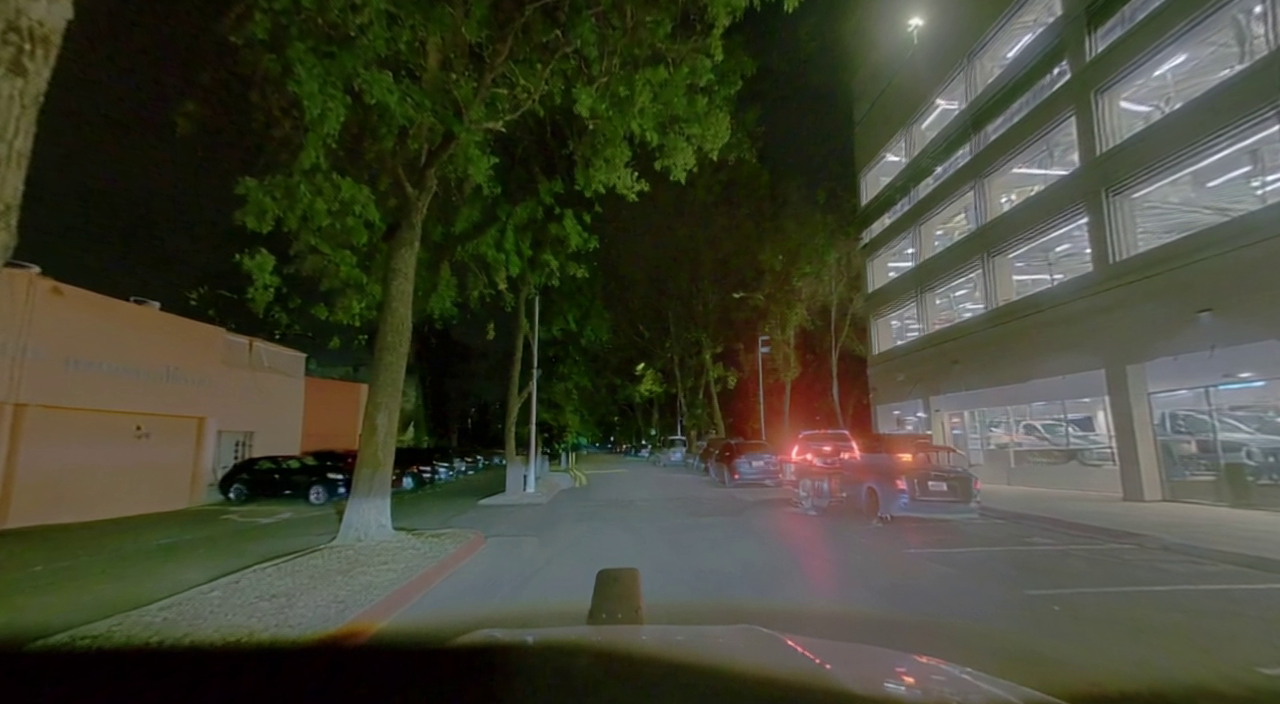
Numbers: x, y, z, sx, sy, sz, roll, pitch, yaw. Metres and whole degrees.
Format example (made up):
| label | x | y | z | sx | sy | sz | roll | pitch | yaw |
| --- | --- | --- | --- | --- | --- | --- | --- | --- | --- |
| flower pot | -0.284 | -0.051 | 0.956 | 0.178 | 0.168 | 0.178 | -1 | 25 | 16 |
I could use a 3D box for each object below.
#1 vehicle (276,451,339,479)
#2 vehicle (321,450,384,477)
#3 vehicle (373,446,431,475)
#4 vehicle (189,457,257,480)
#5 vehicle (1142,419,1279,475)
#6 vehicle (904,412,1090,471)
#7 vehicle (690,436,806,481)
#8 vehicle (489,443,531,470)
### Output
| label | x | y | z | sx | sy | sz | roll | pitch | yaw |
| --- | --- | --- | --- | --- | --- | --- | --- | --- | --- |
| vehicle | -20.951 | 7.117 | 39.988 | 1.880 | 1.617 | 3.870 | 0 | -8 | 0 |
| vehicle | -17.939 | 6.944 | 39.638 | 1.850 | 1.531 | 4.256 | 0 | -8 | 2 |
| vehicle | -15.096 | 6.875 | 40.378 | 1.888 | 1.657 | 4.138 | -1 | -8 | 3 |
| vehicle | -29.446 | 8.227 | 44.760 | 1.849 | 1.444 | 4.533 | 0 | -9 | -2 |
| vehicle | 25.083 | 4.031 | 26.884 | 5.596 | 2.168 | 2.307 | 2 | -7 | -5 |
| vehicle | 13.159 | 3.323 | 23.540 | 5.540 | 2.045 | 2.259 | 0 | -8 | -3 |
| vehicle | 4.519 | 4.368 | 26.218 | 4.626 | 1.723 | 1.939 | 5 | -10 | -33 |
| vehicle | -8.622 | 6.935 | 42.206 | 1.993 | 1.640 | 4.457 | 0 | -8 | -2 |
